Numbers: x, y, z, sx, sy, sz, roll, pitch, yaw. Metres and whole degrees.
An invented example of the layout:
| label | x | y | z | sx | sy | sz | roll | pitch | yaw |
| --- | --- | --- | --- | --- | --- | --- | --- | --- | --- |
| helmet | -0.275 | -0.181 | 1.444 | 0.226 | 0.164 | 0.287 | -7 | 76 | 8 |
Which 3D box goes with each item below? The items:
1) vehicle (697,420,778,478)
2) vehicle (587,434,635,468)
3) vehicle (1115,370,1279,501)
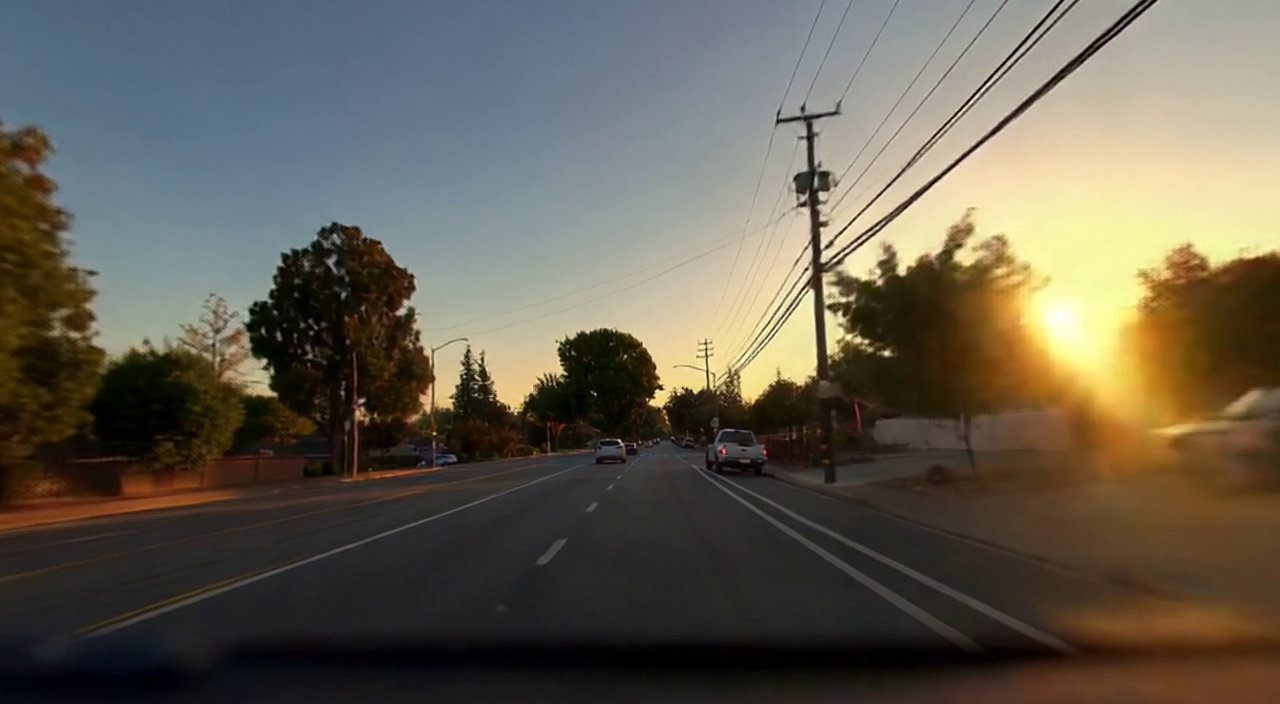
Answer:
| label | x | y | z | sx | sy | sz | roll | pitch | yaw |
| --- | --- | --- | --- | --- | --- | --- | --- | --- | --- |
| vehicle | 4.080 | 4.234 | 27.564 | 2.622 | 2.137 | 6.267 | 1 | -9 | 1 |
| vehicle | -1.606 | 5.748 | 36.716 | 2.327 | 1.861 | 4.941 | -1 | -9 | 2 |
| vehicle | 11.226 | 1.119 | 10.250 | 5.042 | 1.803 | 2.134 | -7 | -9 | 0 |
